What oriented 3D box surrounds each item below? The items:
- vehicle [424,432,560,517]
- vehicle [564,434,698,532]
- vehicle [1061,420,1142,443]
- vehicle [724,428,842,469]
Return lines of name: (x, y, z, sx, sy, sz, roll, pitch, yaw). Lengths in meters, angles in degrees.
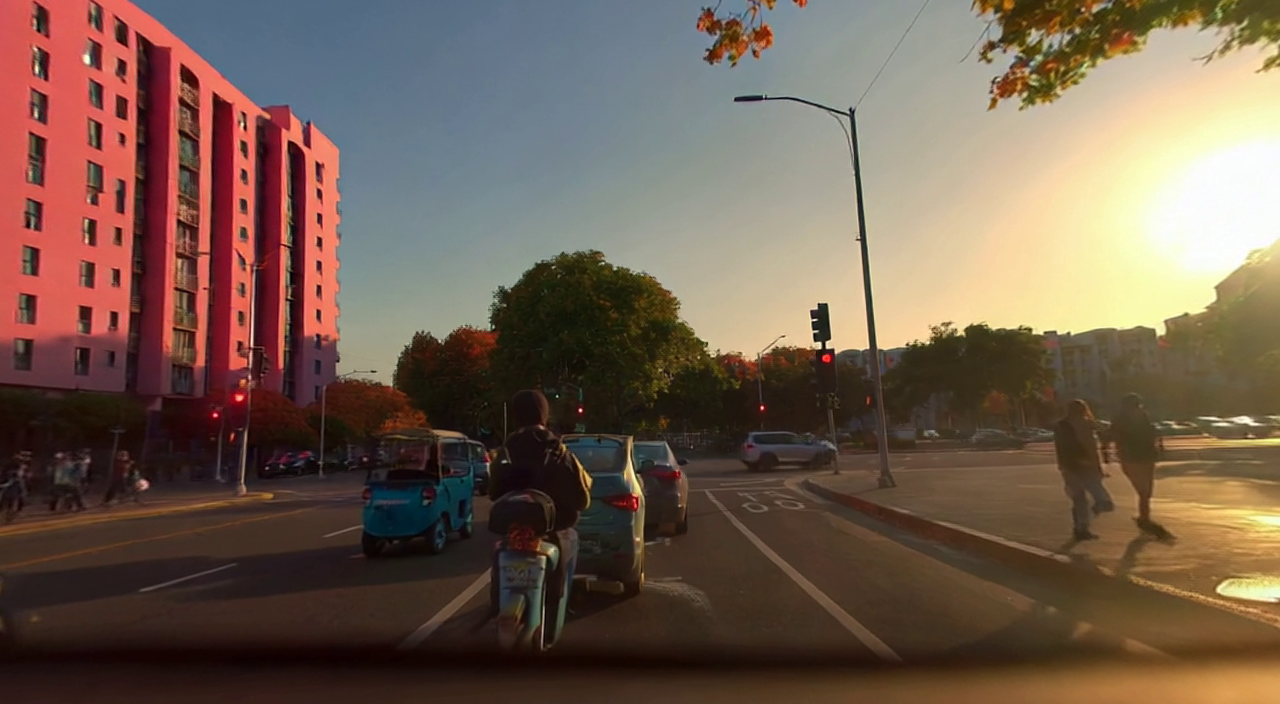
vehicle: (-3.142, 2.696, 14.341, 1.935, 1.615, 4.073, -1, -9, 2)
vehicle: (-0.098, 2.298, 11.619, 2.025, 1.458, 4.085, -1, -9, 1)
vehicle: (30.805, 5.343, 42.143, 1.751, 1.420, 4.027, 8, -12, -43)
vehicle: (6.746, 4.585, 29.906, 5.226, 1.840, 2.016, -3, -9, 15)
